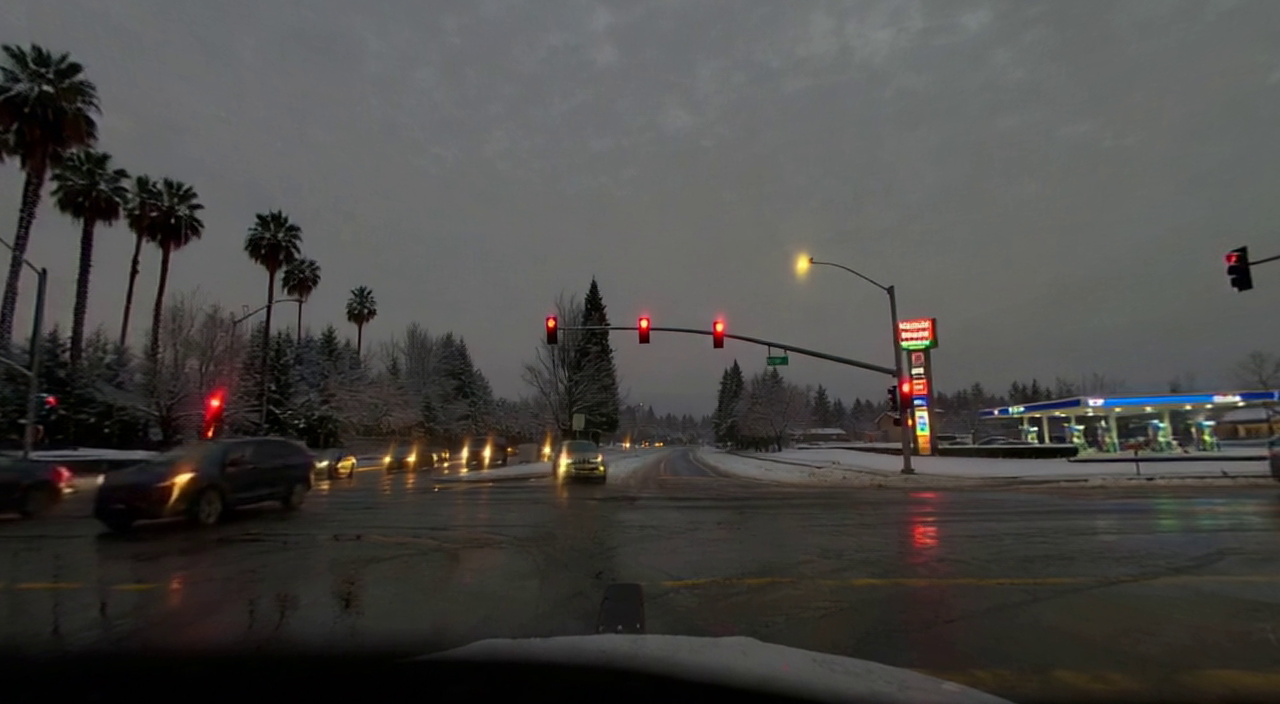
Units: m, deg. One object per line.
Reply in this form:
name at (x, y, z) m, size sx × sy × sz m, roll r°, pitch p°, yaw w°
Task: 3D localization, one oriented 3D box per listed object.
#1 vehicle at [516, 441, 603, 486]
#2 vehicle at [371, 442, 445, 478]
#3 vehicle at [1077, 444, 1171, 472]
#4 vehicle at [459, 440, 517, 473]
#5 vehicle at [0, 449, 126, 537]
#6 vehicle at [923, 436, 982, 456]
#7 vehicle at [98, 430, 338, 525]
vehicle at (-3.089, 4.068, 23.360) m, size 1.983 × 1.464 × 4.579 m, roll 4°, pitch -9°, yaw -23°
vehicle at (-11.856, 5.531, 32.657) m, size 1.973 × 1.712 × 4.872 m, roll 0°, pitch -9°, yaw 0°
vehicle at (24.270, 5.304, 31.739) m, size 3.474 × 1.376 × 1.538 m, roll 0°, pitch -9°, yaw -2°
vehicle at (-8.526, 5.911, 35.950) m, size 2.124 × 1.701 × 4.551 m, roll 0°, pitch -9°, yaw 1°
vehicle at (-11.768, 2.423, 10.926) m, size 1.966 × 1.455 × 4.493 m, roll 0°, pitch -9°, yaw -1°
vehicle at (22.550, 6.770, 45.661) m, size 3.356 × 1.395 × 1.559 m, roll 0°, pitch -9°, yaw -1°
vehicle at (-8.489, 2.552, 13.329) m, size 2.156 × 1.662 × 4.186 m, roll 0°, pitch -9°, yaw 0°
